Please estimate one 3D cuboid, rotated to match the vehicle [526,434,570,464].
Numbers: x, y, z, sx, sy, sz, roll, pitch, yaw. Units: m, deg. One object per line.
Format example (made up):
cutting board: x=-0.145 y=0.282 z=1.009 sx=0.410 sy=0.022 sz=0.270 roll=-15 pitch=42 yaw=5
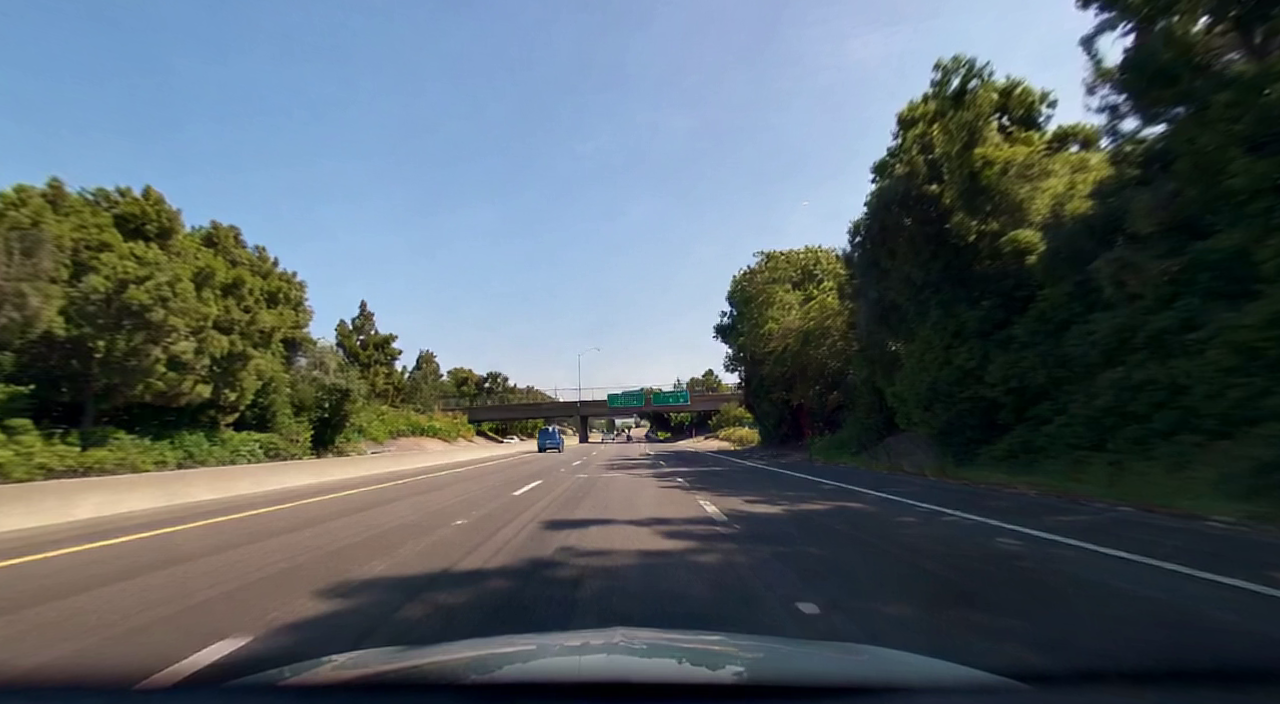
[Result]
vehicle: x=-4.950 y=5.245 z=34.353 sx=1.871 sy=1.489 sz=4.093 roll=0 pitch=-8 yaw=-1
